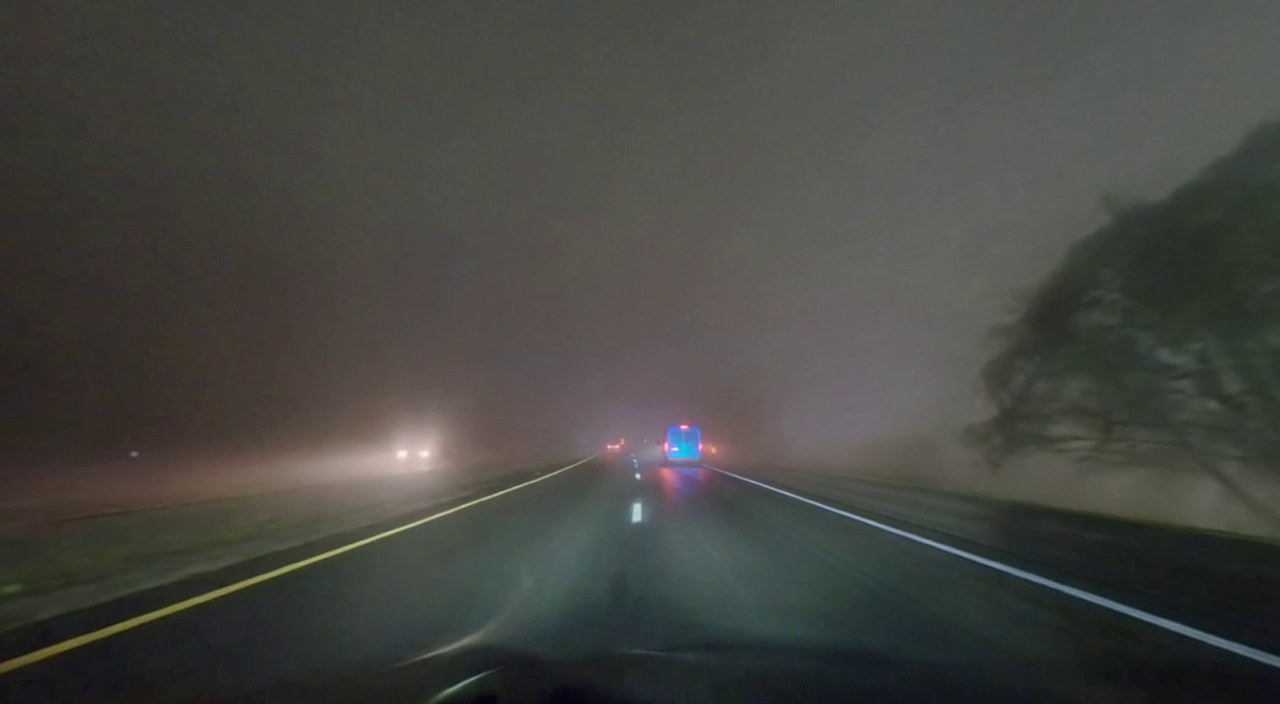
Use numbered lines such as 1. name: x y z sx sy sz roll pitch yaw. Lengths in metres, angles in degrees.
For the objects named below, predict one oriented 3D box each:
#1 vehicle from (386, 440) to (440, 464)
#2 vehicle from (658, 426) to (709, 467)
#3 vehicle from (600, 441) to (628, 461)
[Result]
1. vehicle: -14.850 6.533 41.444 1.972 1.472 4.536 -1 -8 -1
2. vehicle: 2.284 5.104 34.219 2.269 2.048 4.679 0 -8 -2
3. vehicle: -2.007 7.718 49.165 2.005 1.466 3.739 -1 -8 -1
